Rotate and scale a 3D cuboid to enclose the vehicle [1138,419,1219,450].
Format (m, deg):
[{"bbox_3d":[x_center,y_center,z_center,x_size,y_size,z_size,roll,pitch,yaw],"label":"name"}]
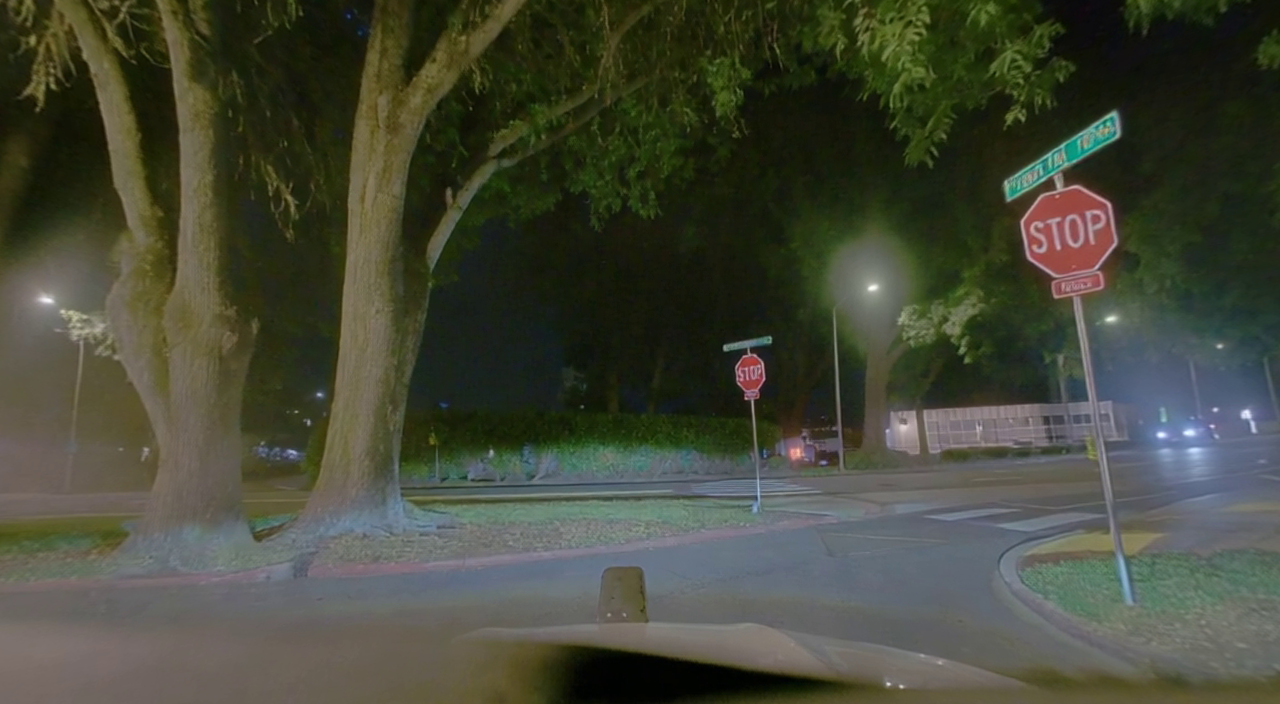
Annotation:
[{"bbox_3d":[27.743,4.291,32.411,4.473,1.474,2.108,6,-10,-37],"label":"vehicle"}]
